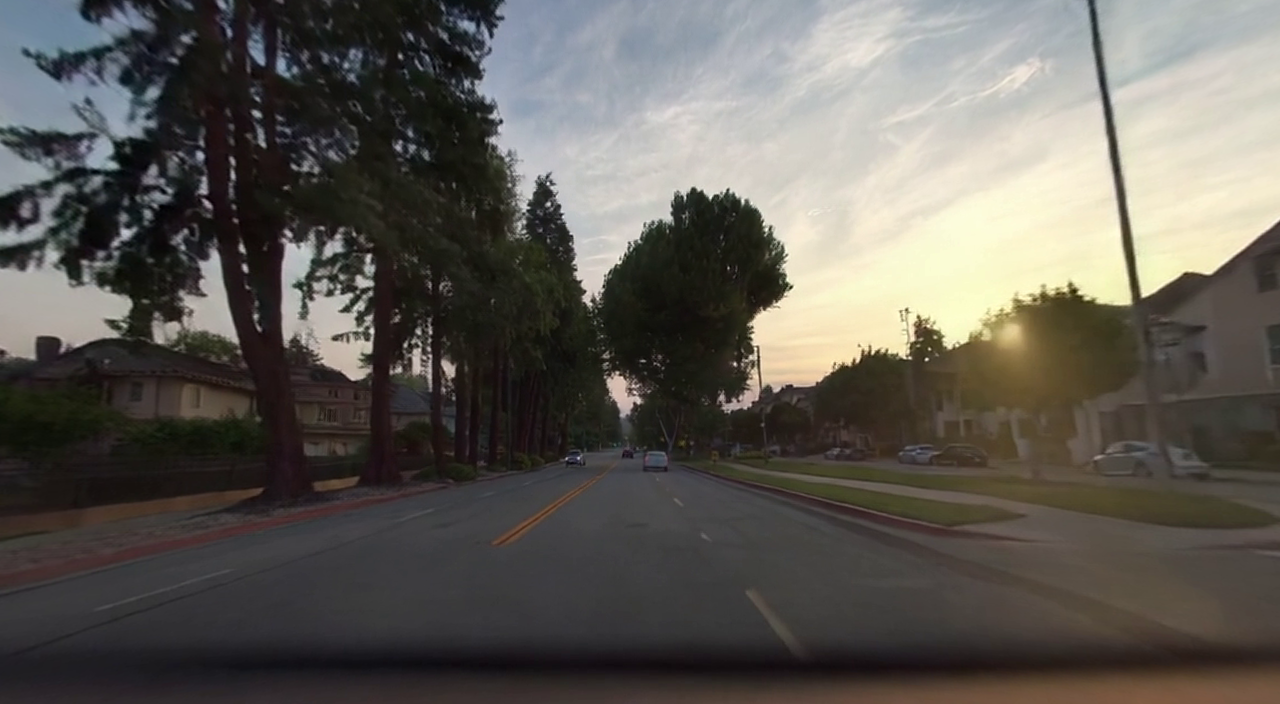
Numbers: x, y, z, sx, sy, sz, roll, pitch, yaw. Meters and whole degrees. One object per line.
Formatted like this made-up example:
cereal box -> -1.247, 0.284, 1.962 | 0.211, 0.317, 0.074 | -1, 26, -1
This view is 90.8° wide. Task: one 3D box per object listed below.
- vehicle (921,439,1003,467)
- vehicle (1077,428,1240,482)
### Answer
vehicle -> 17.759, 5.593, 35.110 | 1.813, 1.464, 4.925 | 0, -9, -2
vehicle -> 18.200, 3.648, 22.540 | 1.936, 1.722, 4.562 | 0, -9, 1
